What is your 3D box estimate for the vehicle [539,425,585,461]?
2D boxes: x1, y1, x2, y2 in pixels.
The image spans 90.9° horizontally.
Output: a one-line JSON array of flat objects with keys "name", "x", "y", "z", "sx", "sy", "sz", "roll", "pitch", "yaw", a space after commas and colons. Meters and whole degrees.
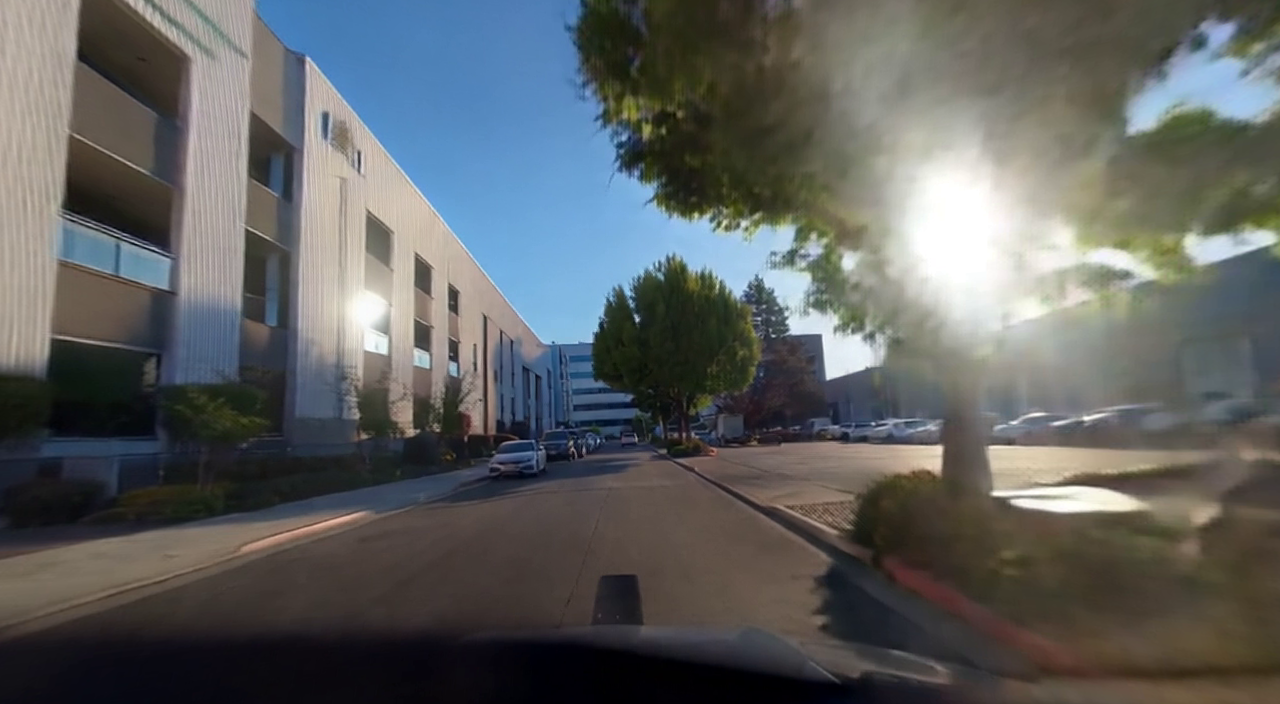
[{"name": "vehicle", "x": -4.501, "y": 5.421, "z": 37.126, "sx": 2.161, "sy": 1.843, "sz": 5.181, "roll": -4, "pitch": -10, "yaw": -2}]

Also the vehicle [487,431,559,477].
[{"name": "vehicle", "x": -4.547, "y": 4.057, "z": 25.100, "sx": 2.040, "sy": 1.501, "sz": 4.440, "roll": -4, "pitch": -9, "yaw": -1}]
